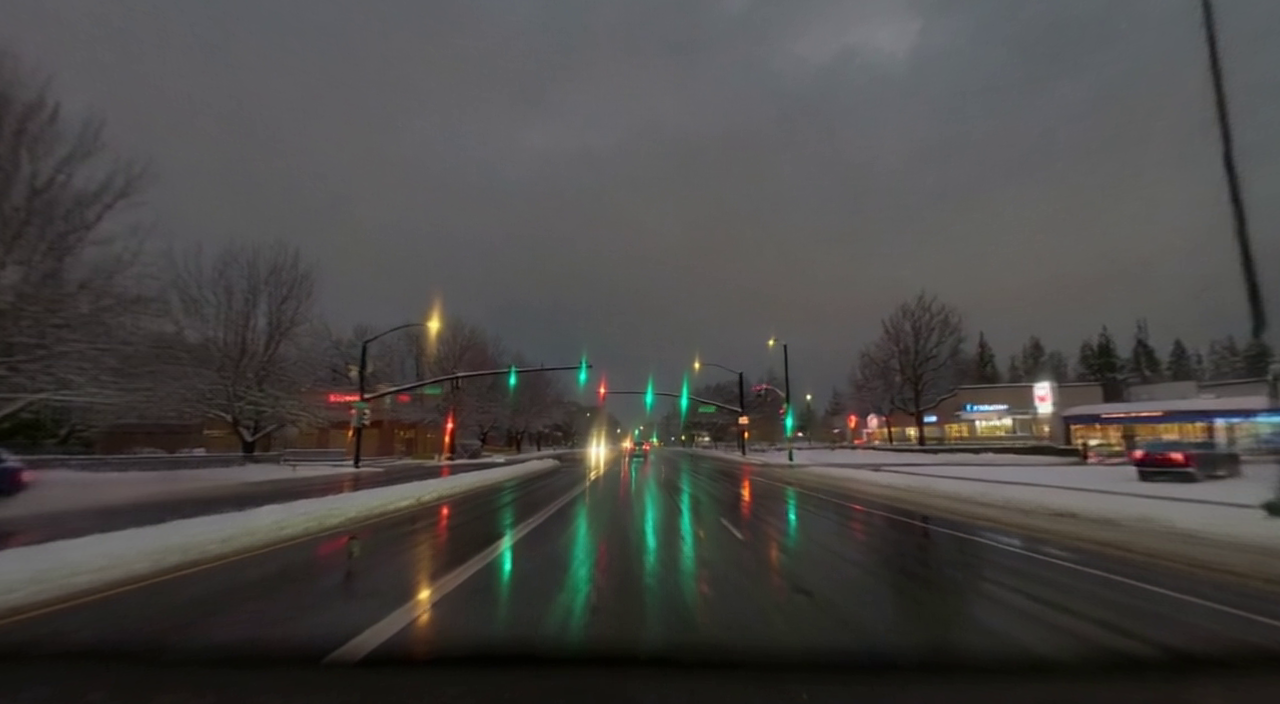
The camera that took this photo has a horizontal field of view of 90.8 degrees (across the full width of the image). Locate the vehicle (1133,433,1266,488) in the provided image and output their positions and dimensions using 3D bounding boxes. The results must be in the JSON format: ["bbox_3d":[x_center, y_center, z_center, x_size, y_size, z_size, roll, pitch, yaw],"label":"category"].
[{"bbox_3d":[19.574,3.752,22.062,4.717,1.714,1.985,5,-10,-31],"label":"vehicle"}]
